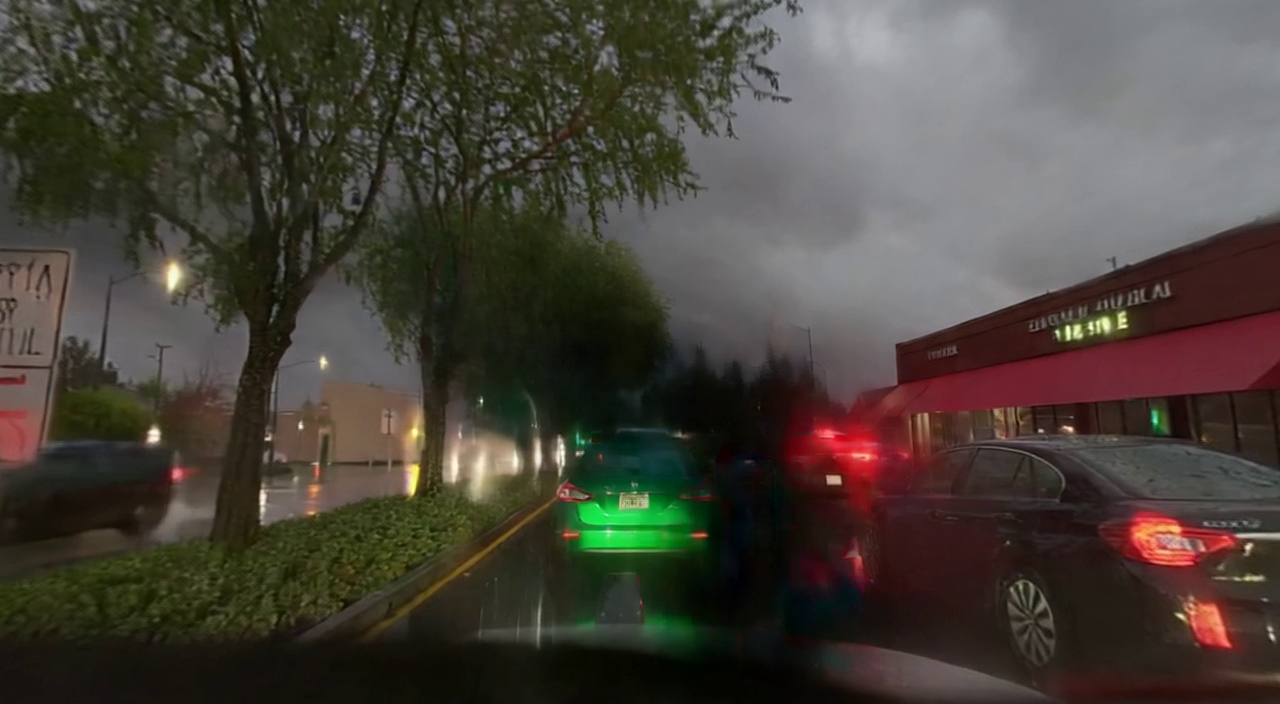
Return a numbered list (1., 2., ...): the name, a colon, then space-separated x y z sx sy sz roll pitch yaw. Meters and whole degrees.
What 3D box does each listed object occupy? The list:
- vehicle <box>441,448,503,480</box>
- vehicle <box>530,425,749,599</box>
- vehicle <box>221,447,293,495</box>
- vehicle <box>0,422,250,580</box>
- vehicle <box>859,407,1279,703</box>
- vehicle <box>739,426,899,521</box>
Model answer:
1. vehicle: -8.235 5.511 31.417 1.850 1.417 4.321 0 -9 1
2. vehicle: -0.019 1.656 7.315 1.887 1.487 3.535 0 -9 0
3. vehicle: -15.894 4.836 26.117 2.072 1.773 4.329 6 -10 -35
4. vehicle: -8.008 1.948 9.049 2.079 1.695 4.374 0 -9 -1
5. vehicle: 3.308 1.257 4.482 1.988 1.480 4.195 0 -9 0
6. vehicle: 3.529 2.486 13.414 2.025 1.660 4.263 0 -9 -1
